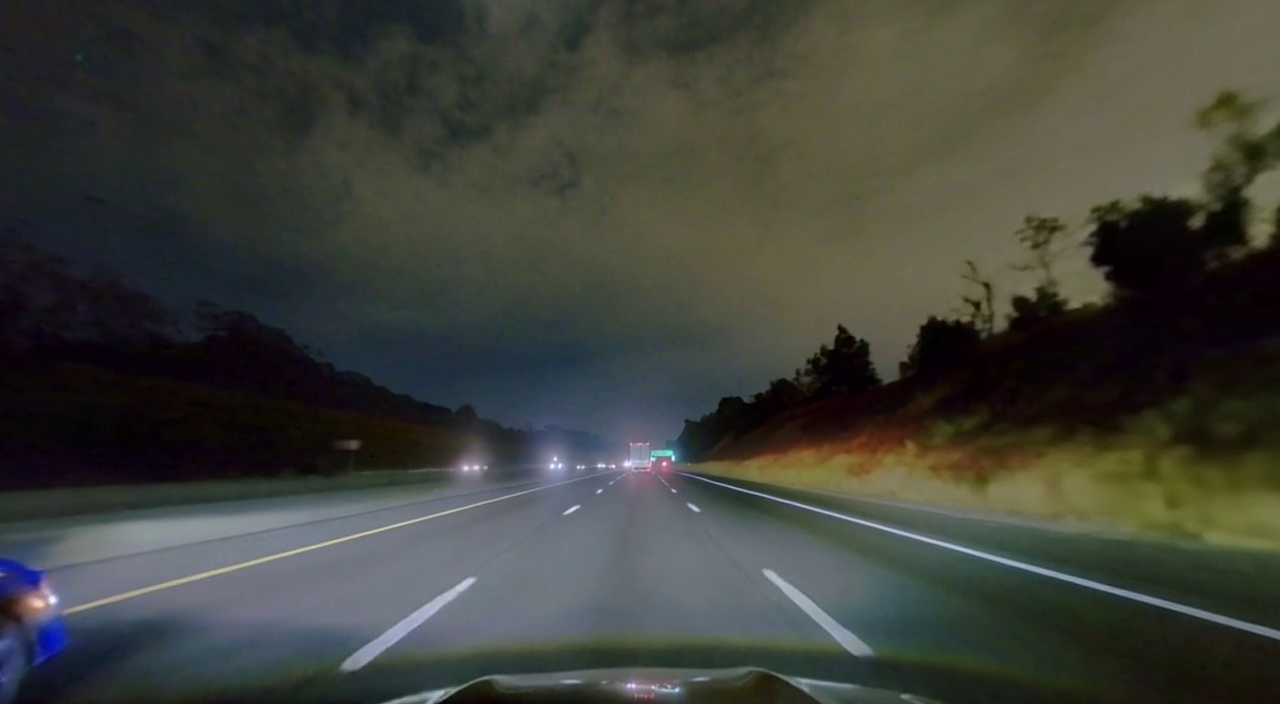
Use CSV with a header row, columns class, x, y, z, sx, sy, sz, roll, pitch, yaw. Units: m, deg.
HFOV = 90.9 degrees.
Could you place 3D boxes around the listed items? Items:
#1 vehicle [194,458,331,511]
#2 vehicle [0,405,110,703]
class,x,y,z,sx,sy,sz,roll,pitch,yaw
vehicle,-11.779,4.155,20.058,1.801,1.457,4.100,1,-10,0
vehicle,-3.252,0.598,0.363,2.016,1.506,4.387,1,-11,0
